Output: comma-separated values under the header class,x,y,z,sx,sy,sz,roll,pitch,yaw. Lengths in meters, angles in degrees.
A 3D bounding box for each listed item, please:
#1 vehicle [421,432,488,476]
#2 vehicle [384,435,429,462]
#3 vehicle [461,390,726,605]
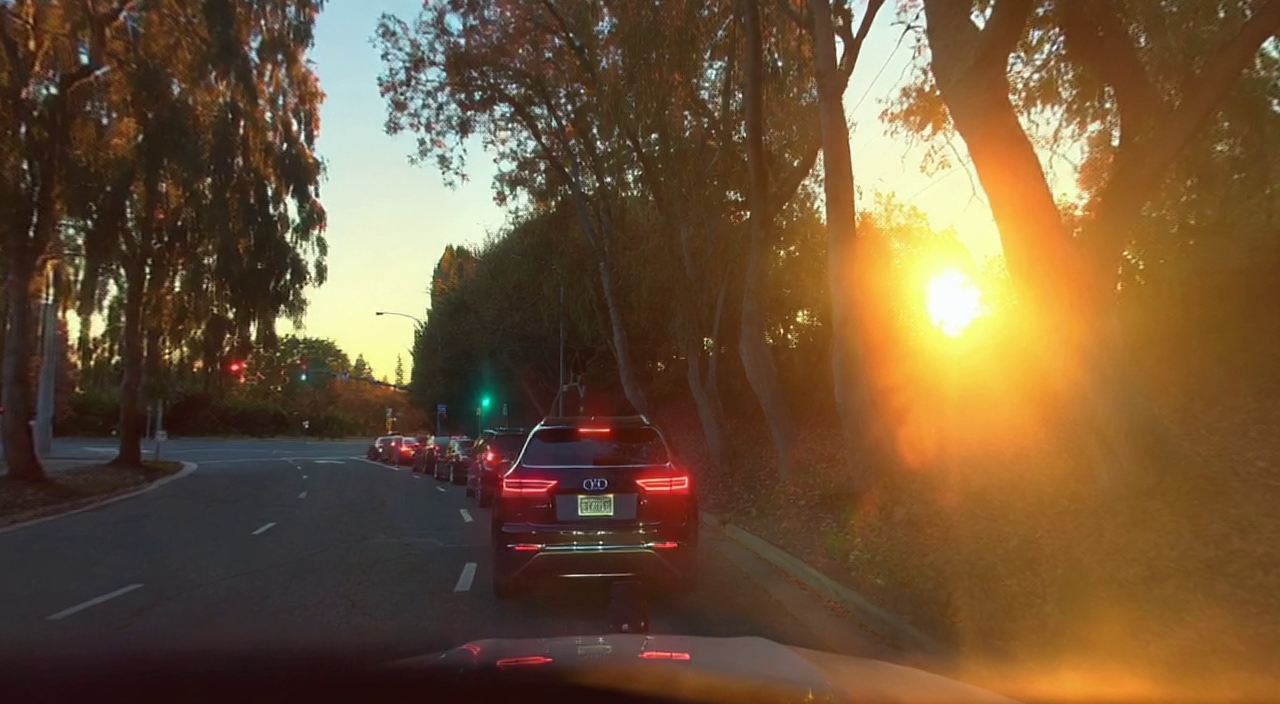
class,x,y,z,sx,sy,sz,roll,pitch,yaw
vehicle,-7.288,3.931,24.492,1.902,1.536,3.662,4,-9,-25
vehicle,-13.752,5.630,36.903,1.863,1.488,4.426,4,-9,-27
vehicle,-0.678,1.457,7.204,2.134,1.671,4.147,1,-8,-9
